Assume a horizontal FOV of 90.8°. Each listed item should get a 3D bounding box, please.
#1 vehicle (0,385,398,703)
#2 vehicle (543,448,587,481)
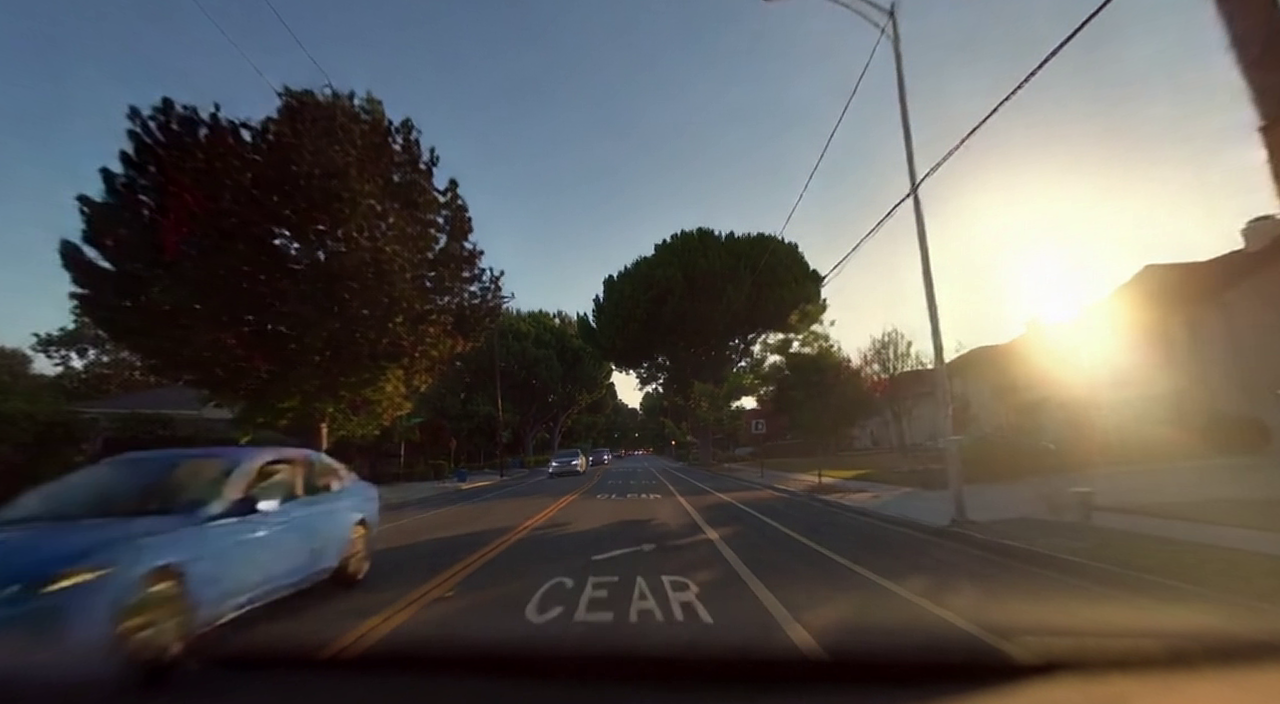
[{"bbox_3d":[-3.529,1.268,4.323,2.090,1.689,4.232,0,-9,-1],"label":"vehicle"},{"bbox_3d":[-4.355,6.550,37.125,2.055,1.757,4.494,0,-9,0],"label":"vehicle"}]
